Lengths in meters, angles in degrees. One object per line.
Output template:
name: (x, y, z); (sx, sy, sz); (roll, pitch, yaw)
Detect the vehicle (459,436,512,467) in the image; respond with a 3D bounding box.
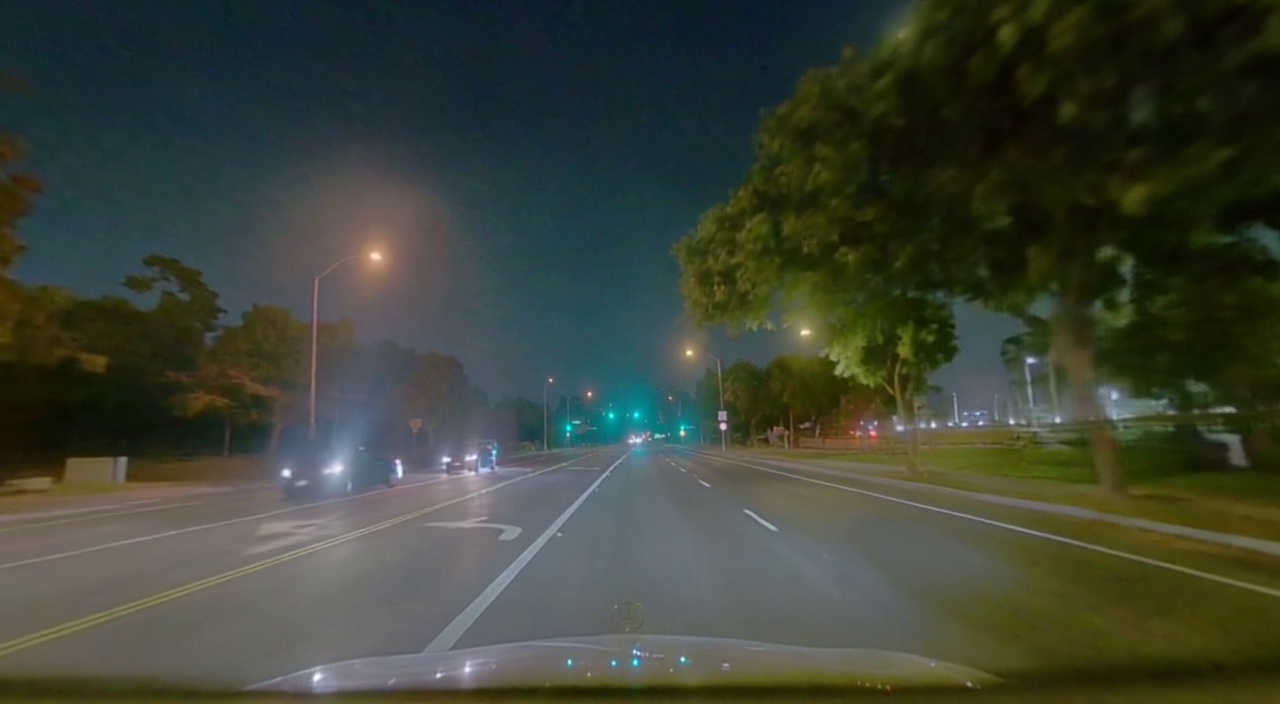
vehicle: (-9.152, 5.914, 37.838); (2.066, 1.709, 4.509); (0, -8, -1)

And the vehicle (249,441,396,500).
vehicle: (-8.899, 3.310, 18.207); (1.959, 1.469, 4.369); (0, -8, 0)

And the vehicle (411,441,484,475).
vehicle: (-8.934, 4.923, 29.699); (1.940, 1.452, 4.441); (0, -8, 1)
